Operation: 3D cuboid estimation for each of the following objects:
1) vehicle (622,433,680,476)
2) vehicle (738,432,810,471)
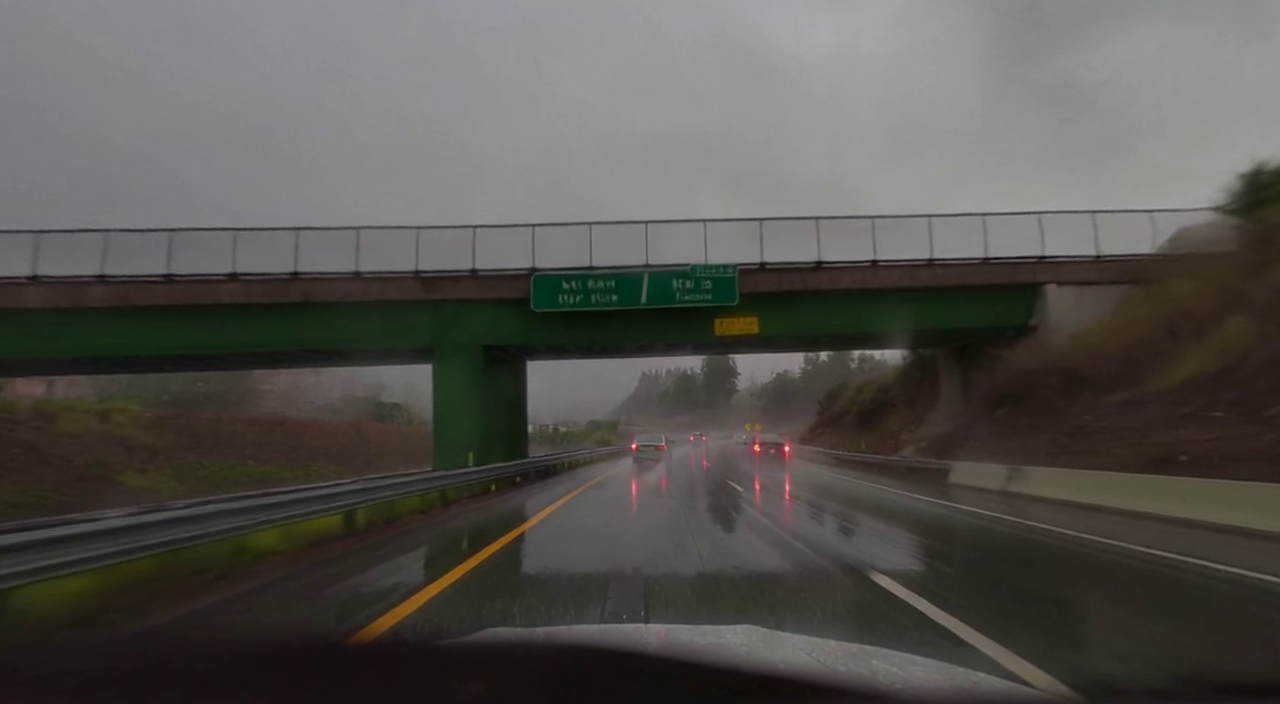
[{"bbox_3d":[0.479,3.815,23.695,1.993,1.461,3.812,-1,-8,3],"label":"vehicle"},{"bbox_3d":[5.496,4.150,26.488,2.163,1.489,4.470,0,-8,2],"label":"vehicle"}]
